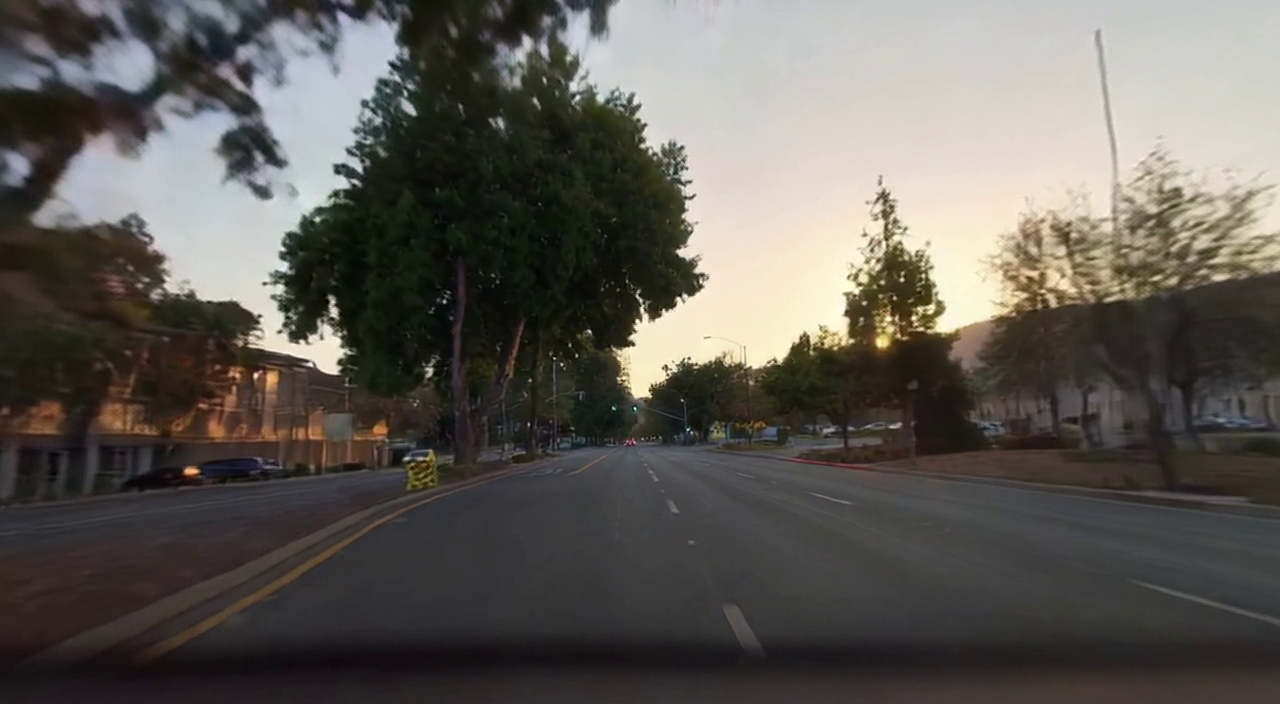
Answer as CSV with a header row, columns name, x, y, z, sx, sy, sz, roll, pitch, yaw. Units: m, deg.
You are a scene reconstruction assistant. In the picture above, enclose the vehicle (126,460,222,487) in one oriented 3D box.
name,x,y,z,sx,sy,sz,roll,pitch,yaw
vehicle,-31.594,8.227,42.917,4.885,1.727,2.080,-1,-9,1
